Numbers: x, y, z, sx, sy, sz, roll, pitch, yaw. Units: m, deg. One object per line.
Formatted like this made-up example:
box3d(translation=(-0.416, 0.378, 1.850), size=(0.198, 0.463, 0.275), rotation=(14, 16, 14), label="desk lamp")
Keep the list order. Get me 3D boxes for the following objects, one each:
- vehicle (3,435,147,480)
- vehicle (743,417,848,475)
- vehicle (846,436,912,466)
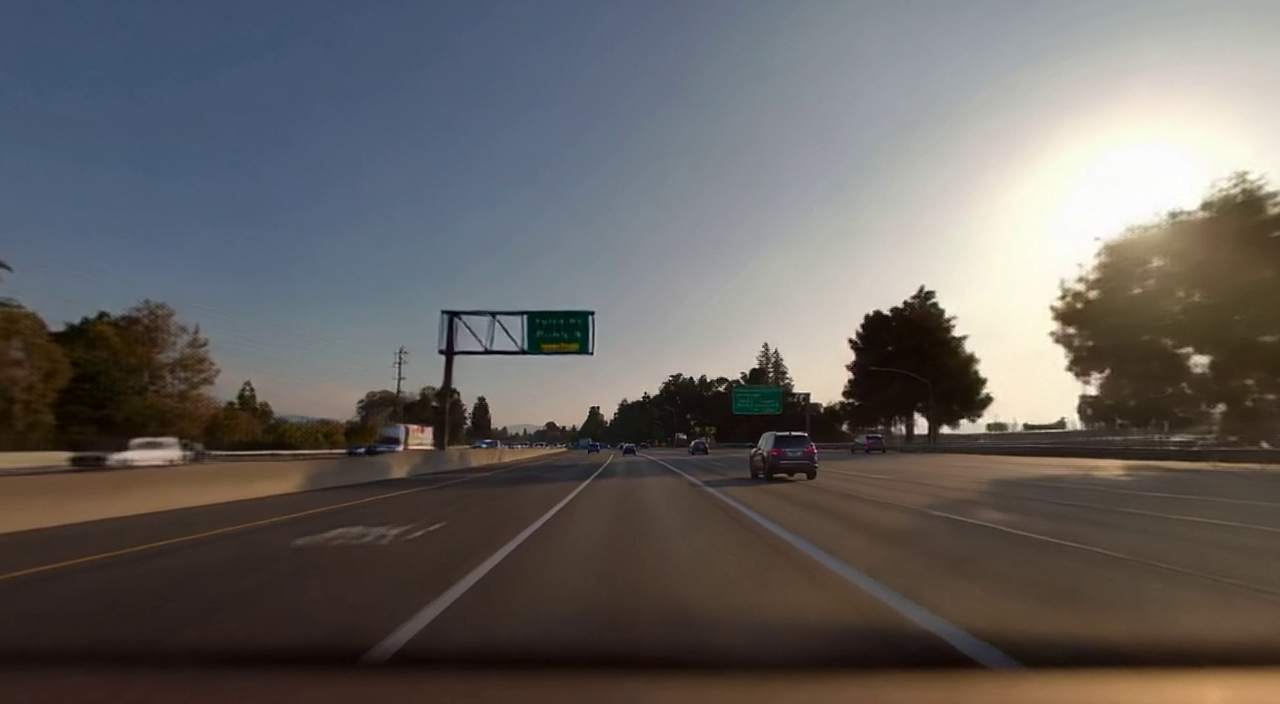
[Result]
box3d(translation=(-24.690, 4.623, 27.817), size=(1.979, 1.794, 4.778), rotation=(0, -8, -1), label="vehicle")
box3d(translation=(7.024, 4.445, 29.774), size=(2.779, 2.339, 8.073), rotation=(0, -8, -1), label="vehicle")
box3d(translation=(14.180, 5.892, 37.593), size=(2.072, 1.611, 4.387), rotation=(0, -8, -2), label="vehicle")
